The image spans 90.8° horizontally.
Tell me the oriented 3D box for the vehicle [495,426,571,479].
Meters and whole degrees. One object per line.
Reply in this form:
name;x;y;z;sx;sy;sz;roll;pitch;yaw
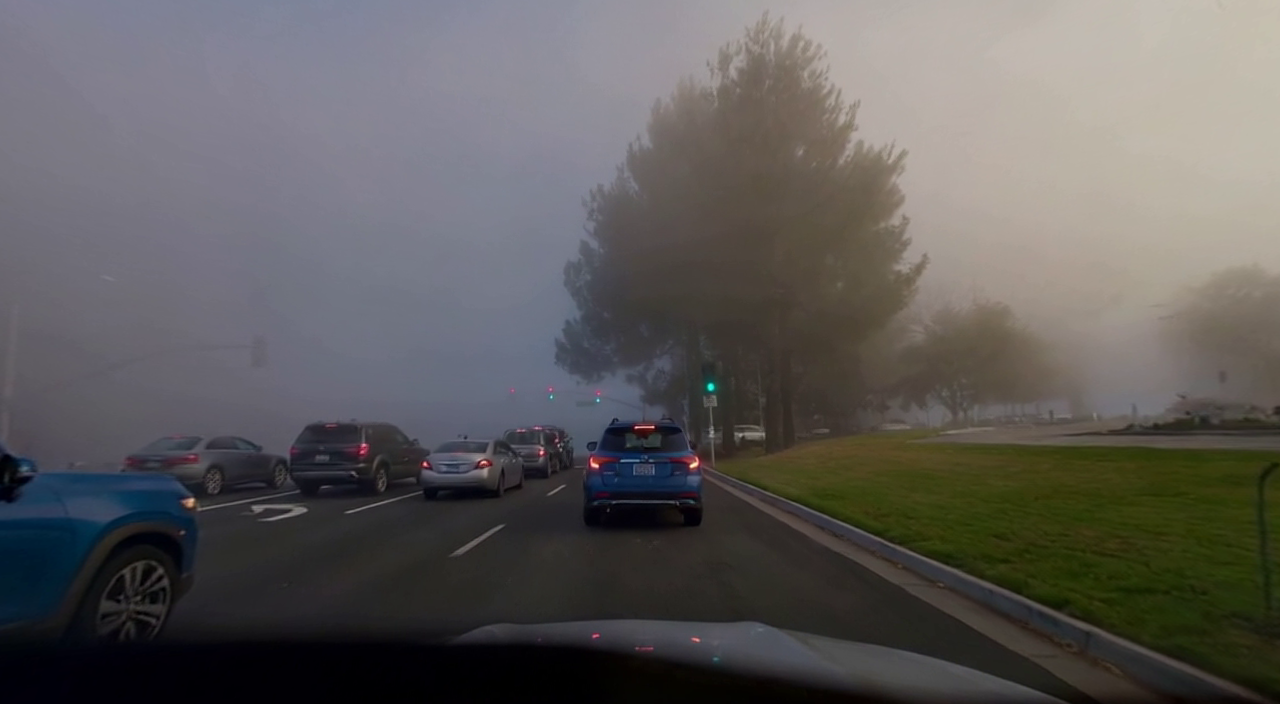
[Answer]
vehicle;-3.918;3.784;23.989;2.043;1.813;4.549;0;-9;0

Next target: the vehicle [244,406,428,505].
vehicle;-7.400;2.602;16.187;2.195;2.093;5.185;0;-9;-1

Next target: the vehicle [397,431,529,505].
vehicle;-4.052;2.726;15.244;1.942;1.523;4.212;0;-9;0

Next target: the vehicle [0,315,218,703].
vehicle;-4.067;0.645;1.917;2.088;1.947;5.119;0;-9;-1

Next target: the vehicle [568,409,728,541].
vehicle;0.090;1.913;10.377;2.055;1.681;4.270;0;-9;0

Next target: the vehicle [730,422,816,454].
vehicle;8.536;5.593;40.846;5.152;2.001;2.060;-1;-9;4
